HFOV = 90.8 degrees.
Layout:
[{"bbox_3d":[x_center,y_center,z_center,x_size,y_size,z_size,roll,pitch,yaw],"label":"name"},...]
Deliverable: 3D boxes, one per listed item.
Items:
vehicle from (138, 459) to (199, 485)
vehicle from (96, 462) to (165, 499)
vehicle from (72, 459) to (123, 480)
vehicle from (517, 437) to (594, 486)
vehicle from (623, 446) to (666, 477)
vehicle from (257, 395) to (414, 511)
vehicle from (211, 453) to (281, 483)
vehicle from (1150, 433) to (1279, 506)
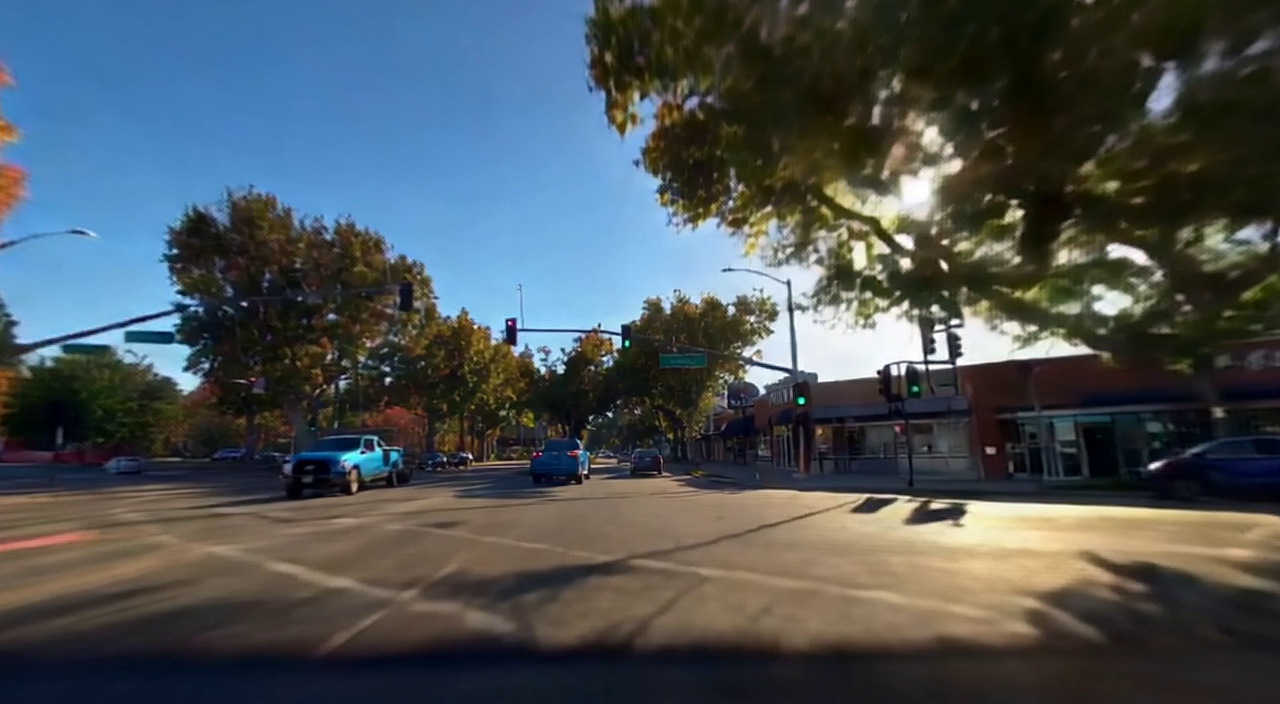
[{"bbox_3d":[-30.235,7.642,40.466,4.125,1.460,1.967,-7,-11,37],"label":"vehicle"},{"bbox_3d":[-23.925,5.938,29.596,1.915,1.480,4.432,8,-12,-44],"label":"vehicle"},{"bbox_3d":[-42.153,9.082,49.058,4.332,1.453,1.932,-6,-10,35],"label":"vehicle"},{"bbox_3d":[-3.321,4.463,26.039,2.464,1.777,5.128,0,-9,0],"label":"vehicle"},{"bbox_3d":[0.223,5.586,32.456,2.103,1.487,4.101,0,-9,0],"label":"vehicle"},{"bbox_3d":[-7.920,2.680,17.077,2.507,2.667,4.567,1,-9,-9],"label":"vehicle"},{"bbox_3d":[-26.012,7.558,41.623,5.425,1.787,2.191,-7,-11,39],"label":"vehicle"},{"bbox_3d":[14.120,2.537,13.801,4.406,1.512,1.935,-6,-10,35],"label":"vehicle"}]
